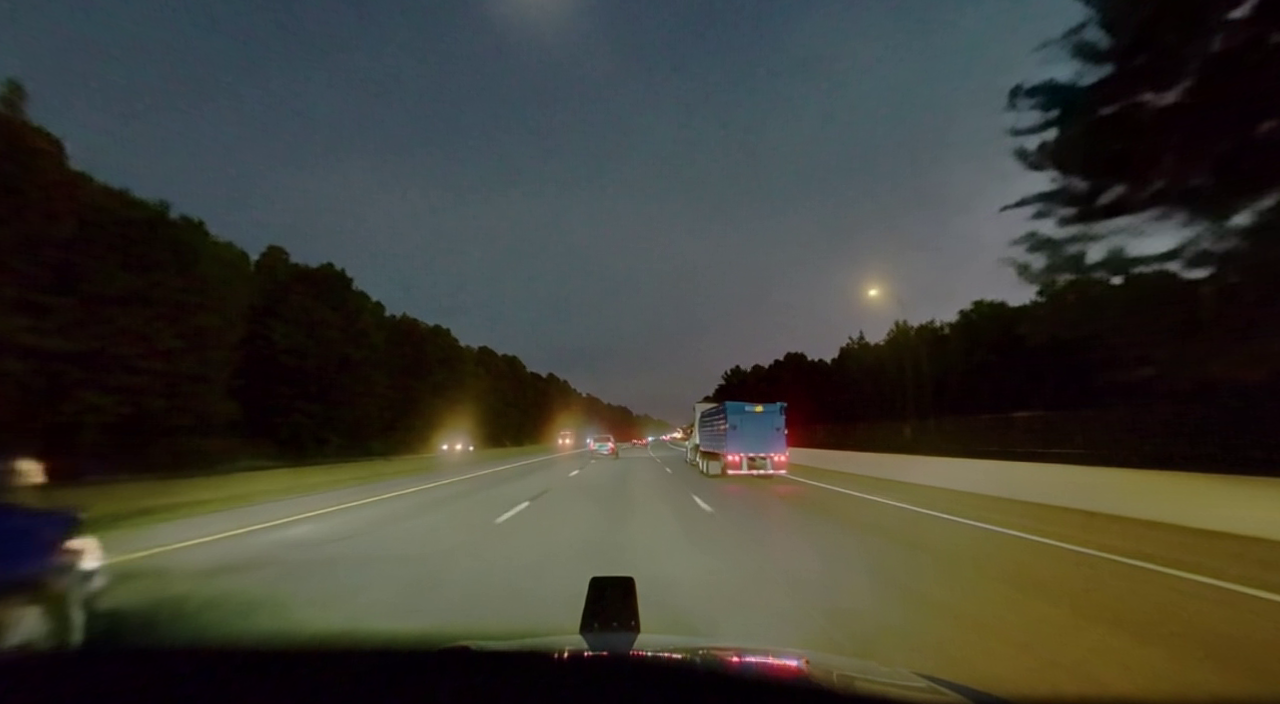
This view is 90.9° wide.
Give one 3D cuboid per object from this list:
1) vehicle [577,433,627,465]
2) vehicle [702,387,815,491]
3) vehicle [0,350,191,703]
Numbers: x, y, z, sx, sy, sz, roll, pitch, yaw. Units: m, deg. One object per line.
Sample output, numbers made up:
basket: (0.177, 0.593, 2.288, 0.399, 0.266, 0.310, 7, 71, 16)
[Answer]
vehicle: (-1.882, 5.036, 33.033, 2.195, 1.529, 4.572, 0, -8, 2)
vehicle: (3.136, 2.418, 17.692, 2.256, 2.568, 4.049, 0, -8, -1)
vehicle: (-3.125, 0.625, 0.852, 2.008, 1.588, 4.147, 0, -8, -1)
